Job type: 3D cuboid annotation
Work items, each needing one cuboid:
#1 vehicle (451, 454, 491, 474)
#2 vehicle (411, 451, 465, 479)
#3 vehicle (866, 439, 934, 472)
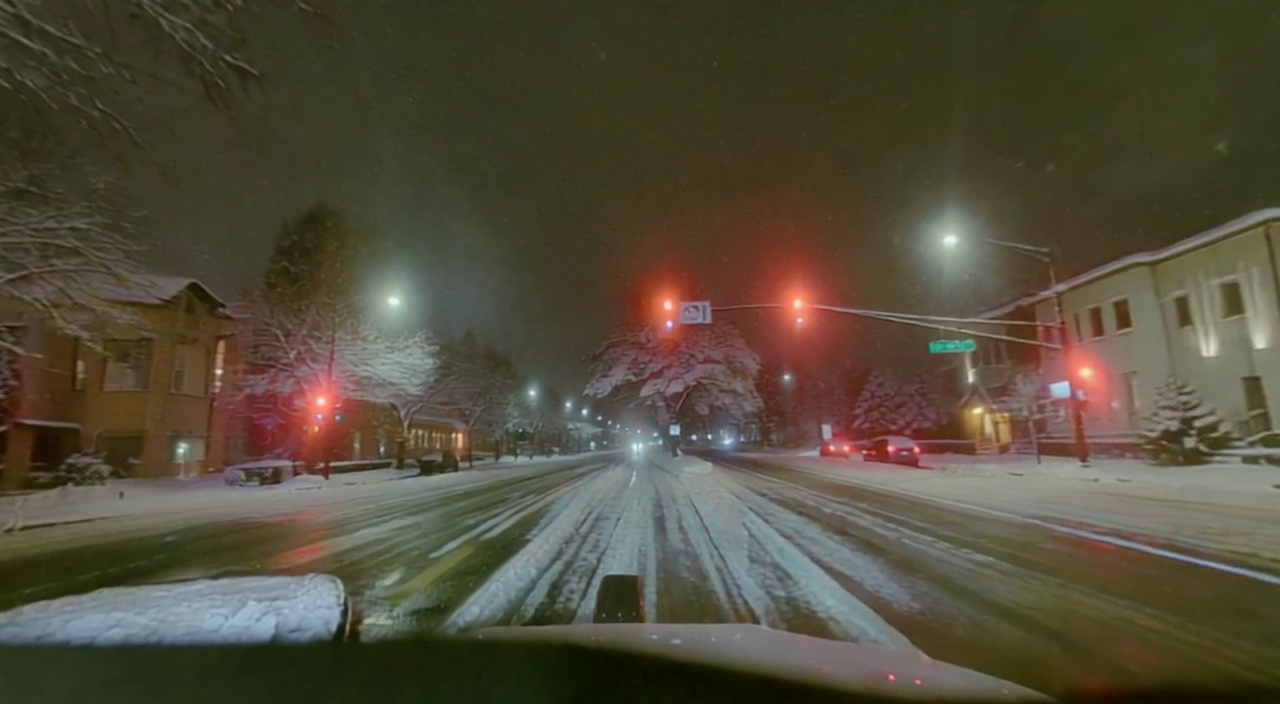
[{"bbox_3d":[-13.206,8.765,49.561,1.719,1.440,4.201,-1,-8,3],"label":"vehicle"},{"bbox_3d":[-13.637,7.643,42.986,2.075,1.708,4.335,-1,-8,3],"label":"vehicle"},{"bbox_3d":[15.644,6.229,38.276,2.181,1.876,4.723,0,-8,2],"label":"vehicle"}]
